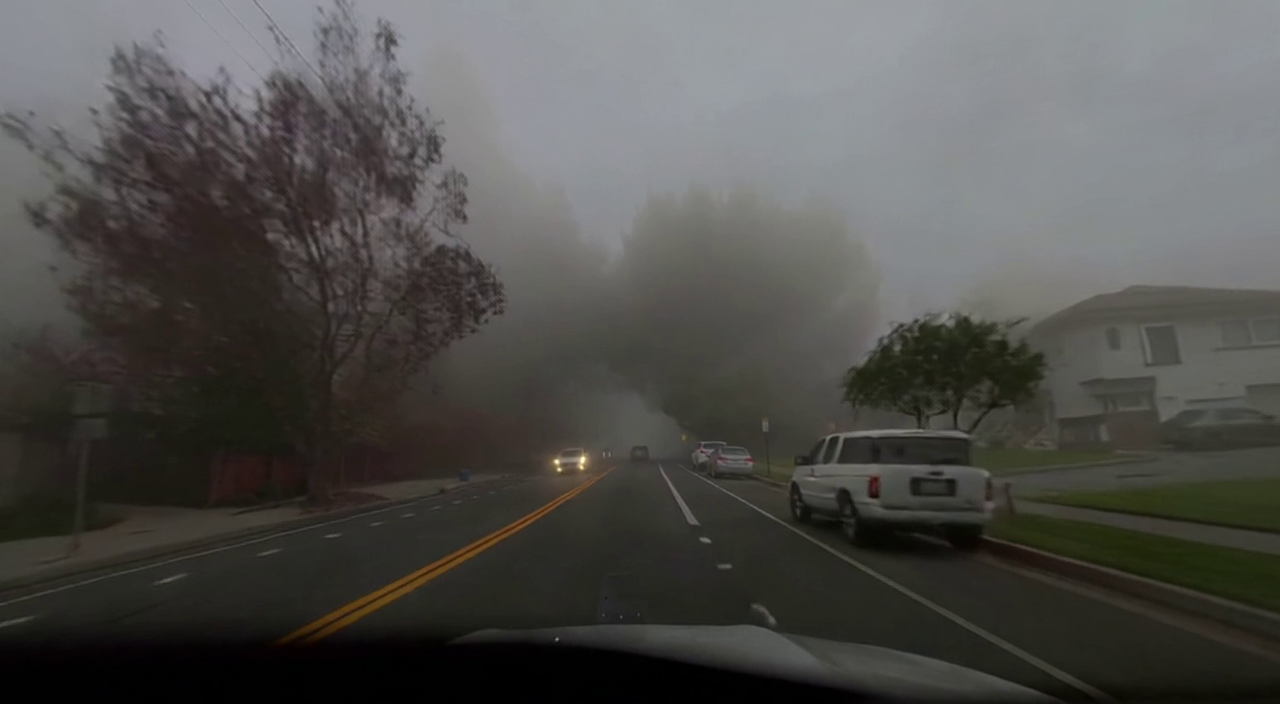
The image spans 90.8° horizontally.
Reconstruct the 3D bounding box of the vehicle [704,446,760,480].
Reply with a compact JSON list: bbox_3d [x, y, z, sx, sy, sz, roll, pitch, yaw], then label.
[{"bbox_3d":[4.086,5.005,28.819,1.874,1.415,4.683,0,-9,0],"label":"vehicle"}]

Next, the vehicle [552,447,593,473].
[{"bbox_3d":[-4.113,6.640,39.157,1.960,1.521,4.397,0,-9,1],"label":"vehicle"}]

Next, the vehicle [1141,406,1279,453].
[{"bbox_3d":[22.038,2.935,23.759,4.799,1.678,2.002,1,-9,-5],"label":"vehicle"}]

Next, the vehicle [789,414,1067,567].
[{"bbox_3d":[3.863,1.951,9.745,2.087,1.725,4.986,0,-9,2],"label":"vehicle"}]
